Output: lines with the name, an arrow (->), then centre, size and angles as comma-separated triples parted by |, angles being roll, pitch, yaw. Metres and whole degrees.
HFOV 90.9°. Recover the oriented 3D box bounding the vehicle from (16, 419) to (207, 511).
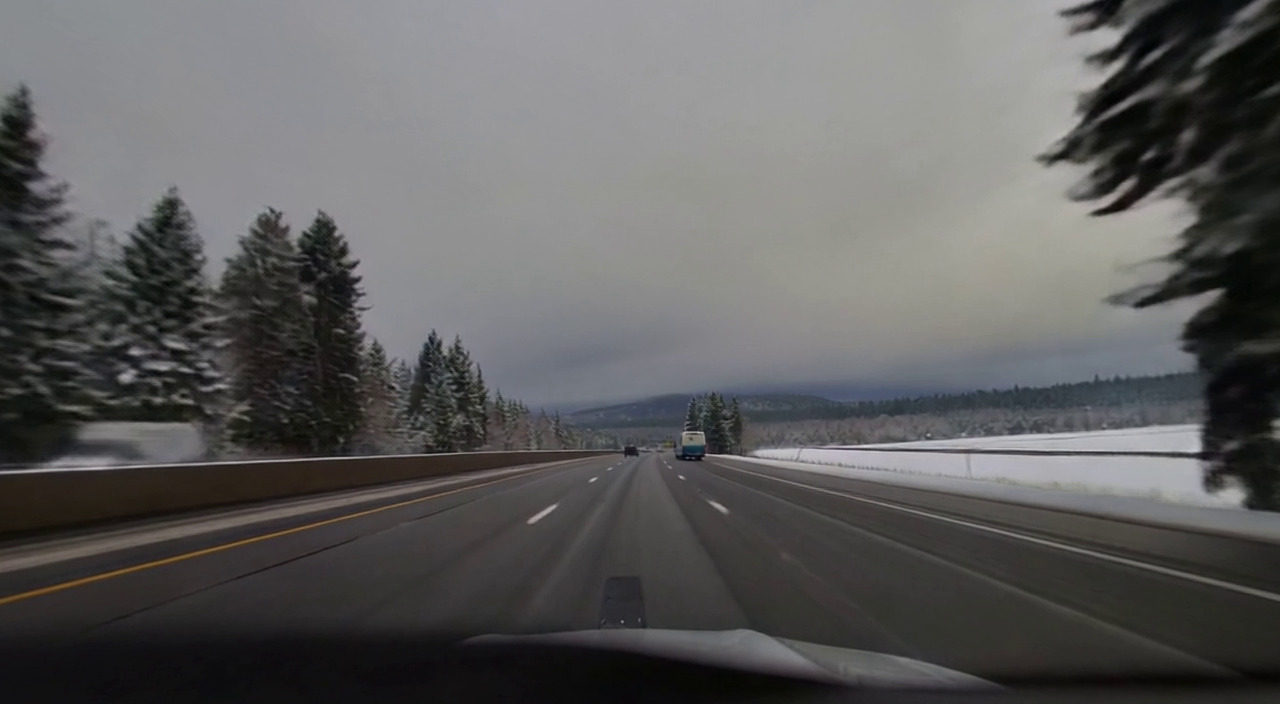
vehicle -> -20.029, 4.288, 24.394 | 2.412, 3.107, 5.502 | 0, -9, 1
